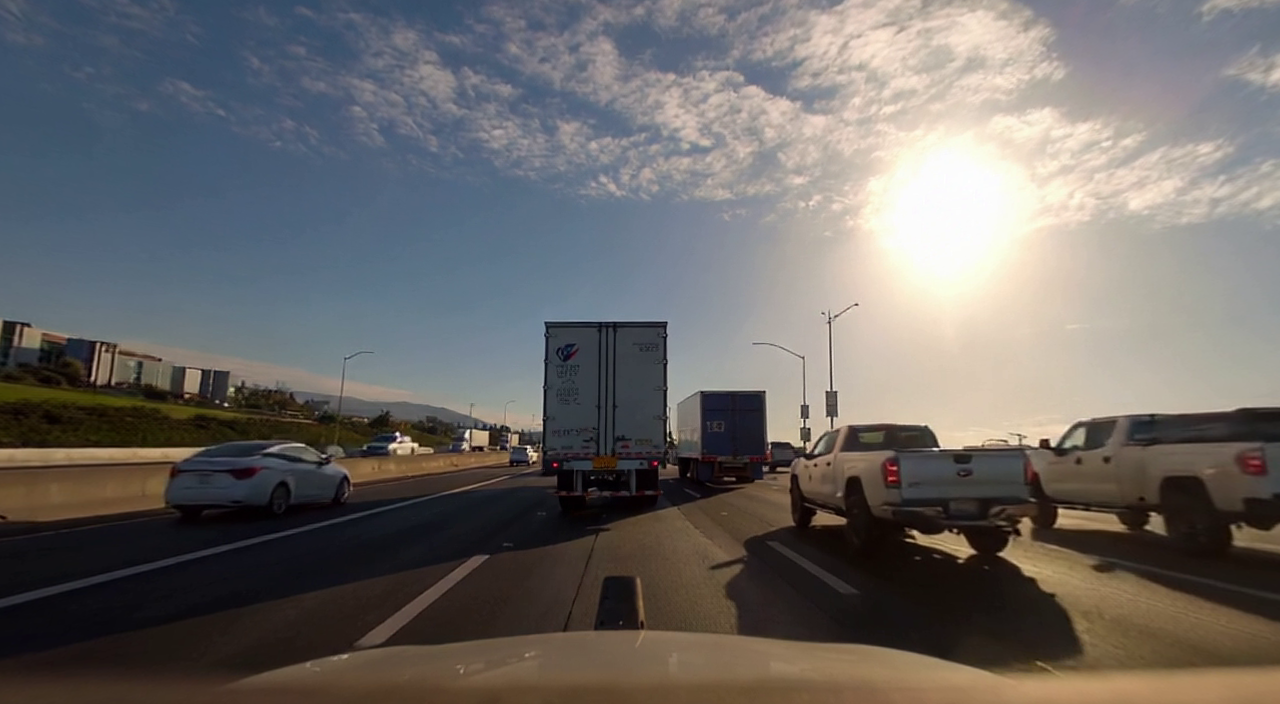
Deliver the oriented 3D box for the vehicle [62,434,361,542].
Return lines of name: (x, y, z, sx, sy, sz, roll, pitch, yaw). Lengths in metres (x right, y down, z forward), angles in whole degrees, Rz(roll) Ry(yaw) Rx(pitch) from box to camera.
vehicle: (-7.030, 2.262, 11.232, 1.973, 1.471, 4.779, 0, -9, 0)

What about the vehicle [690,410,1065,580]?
vehicle: (3.334, 2.776, 14.730, 2.869, 1.940, 14.755, 0, -9, -1)

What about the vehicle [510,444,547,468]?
vehicle: (-8.444, 7.920, 48.186, 2.088, 1.726, 4.545, 0, -9, -2)

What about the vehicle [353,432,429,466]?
vehicle: (-13.614, 5.347, 34.946, 2.050, 1.703, 5.398, 0, -9, -1)

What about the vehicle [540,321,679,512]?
vehicle: (-0.684, 2.145, 18.766, 2.906, 4.040, 10.743, 0, -9, 0)

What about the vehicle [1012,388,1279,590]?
vehicle: (7.058, 1.568, 7.775, 2.070, 1.888, 4.546, 0, -9, -1)
